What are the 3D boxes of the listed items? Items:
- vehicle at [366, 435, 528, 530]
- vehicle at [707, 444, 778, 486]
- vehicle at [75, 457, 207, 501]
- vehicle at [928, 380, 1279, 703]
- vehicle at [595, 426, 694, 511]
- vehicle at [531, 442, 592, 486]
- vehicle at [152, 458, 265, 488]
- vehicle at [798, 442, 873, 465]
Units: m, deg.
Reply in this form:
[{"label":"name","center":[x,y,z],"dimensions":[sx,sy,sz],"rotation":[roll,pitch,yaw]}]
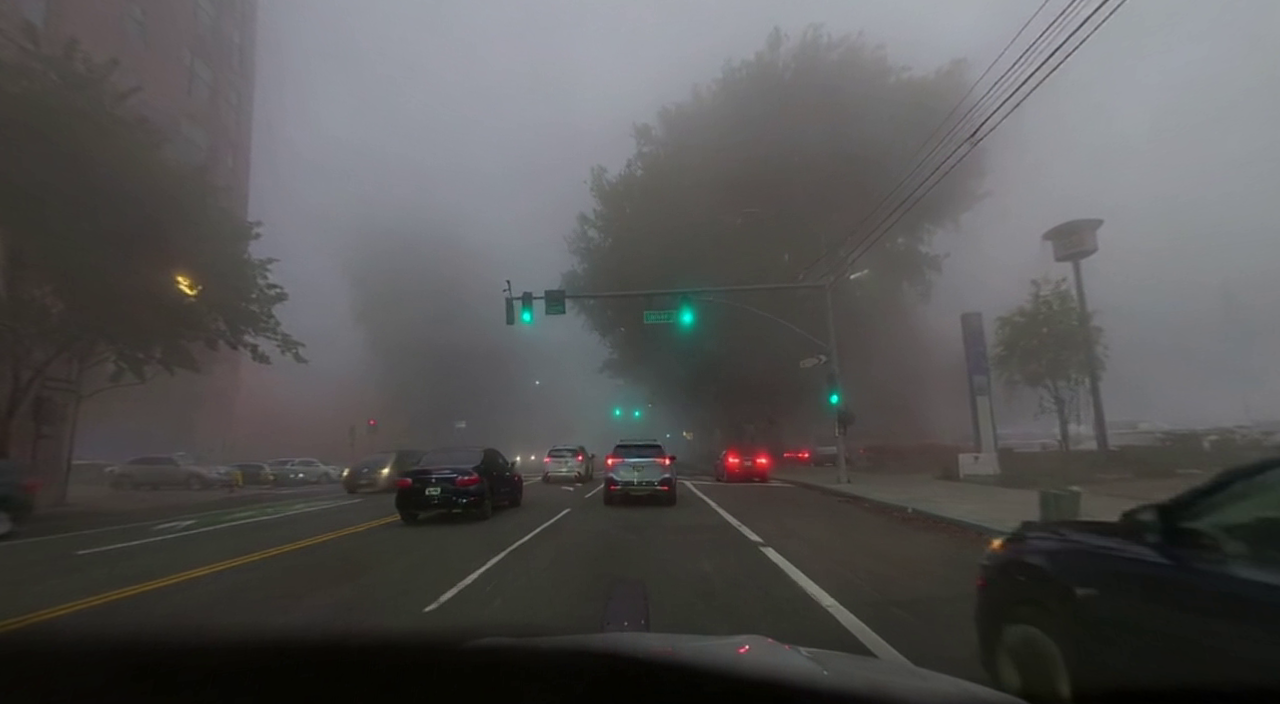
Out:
[{"label":"vehicle","center":[-3.691,2.546,12.957],"dimensions":[1.886,1.599,4.247],"rotation":[0,-8,1]},{"label":"vehicle","center":[3.913,4.378,24.843],"dimensions":[1.986,1.457,4.566],"rotation":[0,-8,-1]},{"label":"vehicle","center":[-24.248,6.157,30.971],"dimensions":[1.919,1.831,5.335],"rotation":[0,-8,2]},{"label":"vehicle","center":[2.953,0.854,1.990],"dimensions":[2.030,1.492,4.383],"rotation":[0,-8,0]},{"label":"vehicle","center":[0.118,2.731,15.215],"dimensions":[2.075,1.770,4.018],"rotation":[0,-8,1]},{"label":"vehicle","center":[-3.127,4.535,25.884],"dimensions":[1.894,1.642,3.861],"rotation":[0,-8,2]},{"label":"vehicle","center":[-29.618,8.289,43.512],"dimensions":[2.021,1.802,5.987],"rotation":[-5,-10,31]},{"label":"vehicle","center":[13.904,7.215,44.845],"dimensions":[4.736,1.526,1.878],"rotation":[2,-9,-16]}]
